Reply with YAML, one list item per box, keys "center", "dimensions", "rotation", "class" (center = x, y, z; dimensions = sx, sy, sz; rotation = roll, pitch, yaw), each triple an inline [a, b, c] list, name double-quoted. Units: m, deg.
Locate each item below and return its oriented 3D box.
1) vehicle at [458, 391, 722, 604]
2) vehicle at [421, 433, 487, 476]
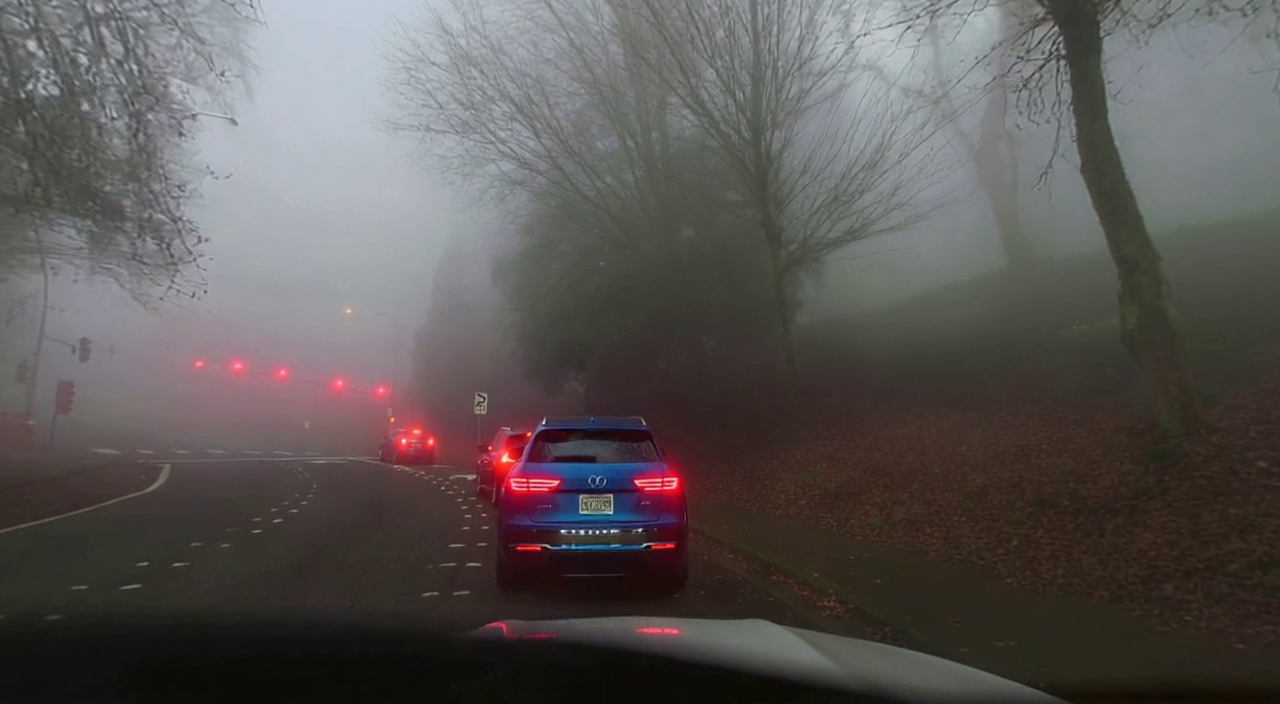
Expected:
- center: [-0.687, 1.460, 7.219]
  dimensions: [2.134, 1.671, 4.147]
  rotation: [1, -8, -9]
  class: "vehicle"
- center: [-7.307, 3.949, 24.504]
  dimensions: [1.902, 1.536, 3.662]
  rotation: [4, -9, -24]
  class: "vehicle"
